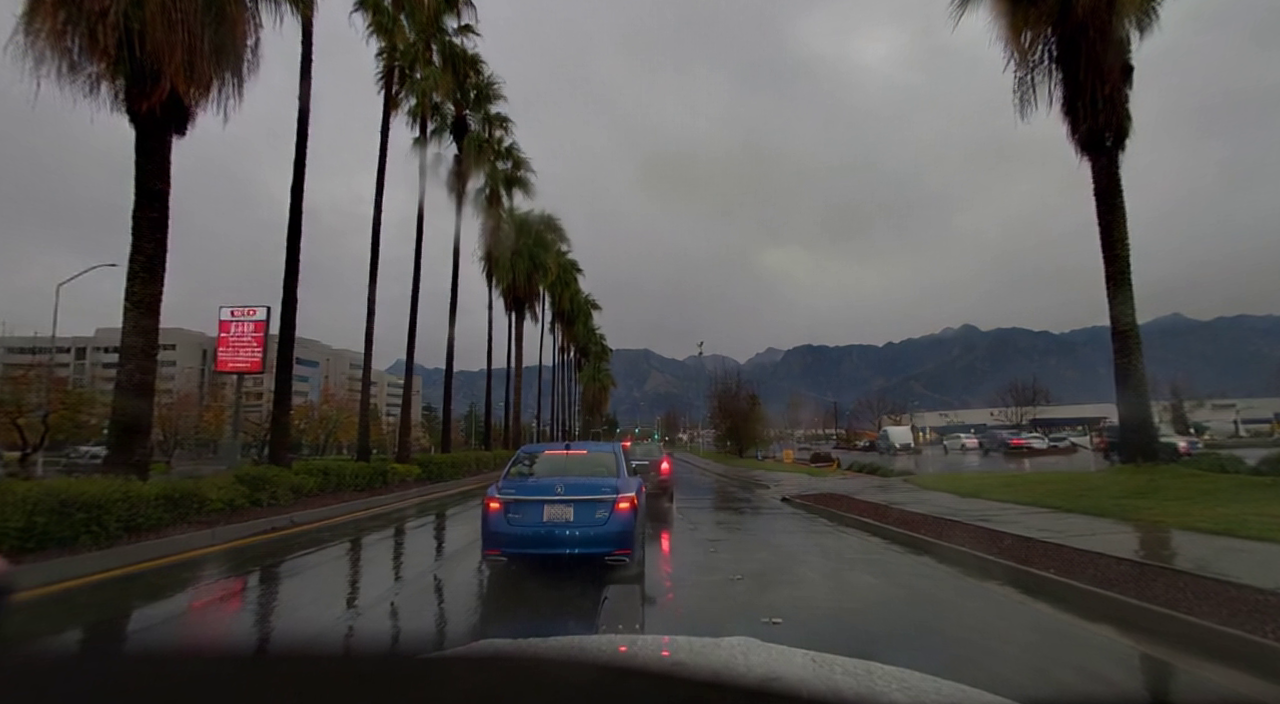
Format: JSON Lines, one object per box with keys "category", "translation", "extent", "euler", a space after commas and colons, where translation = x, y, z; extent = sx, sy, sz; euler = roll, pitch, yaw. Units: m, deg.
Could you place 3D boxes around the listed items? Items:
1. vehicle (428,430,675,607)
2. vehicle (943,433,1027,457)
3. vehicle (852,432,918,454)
{"category": "vehicle", "translation": [-0.811, 1.687, 7.325], "extent": [2.067, 1.459, 3.886], "euler": [0, -8, -2]}
{"category": "vehicle", "translation": [22.861, 6.155, 41.904], "extent": [4.640, 1.526, 1.961], "euler": [2, -9, -12]}
{"category": "vehicle", "translation": [19.262, 7.202, 49.785], "extent": [1.925, 1.652, 4.490], "euler": [6, -10, -34]}
